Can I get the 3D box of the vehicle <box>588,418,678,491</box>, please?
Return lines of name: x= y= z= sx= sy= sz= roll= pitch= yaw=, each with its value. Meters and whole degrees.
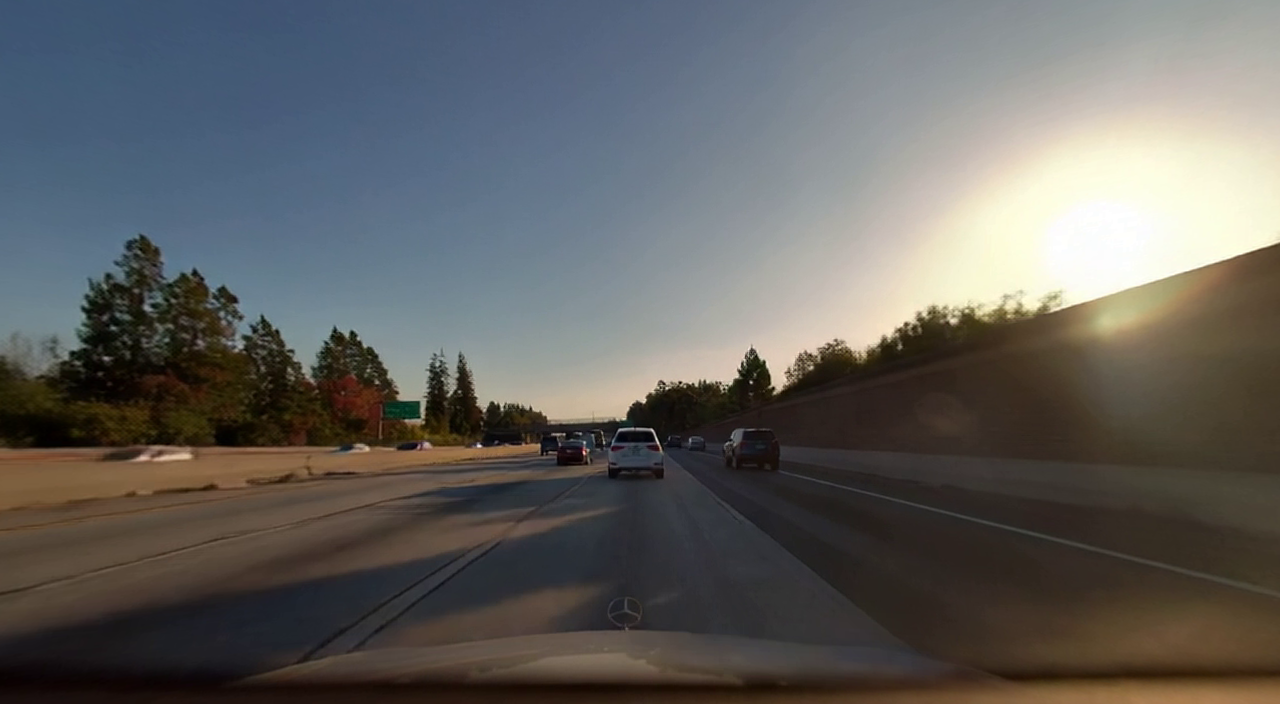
vehicle: x=-0.186 y=2.868 z=17.895 sx=2.233 sy=1.804 sz=4.273 roll=0 pitch=-9 yaw=0

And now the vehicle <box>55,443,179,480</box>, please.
vehicle: x=-21.833 y=4.562 z=26.544 sx=1.827 sy=1.422 sz=3.924 roll=0 pitch=-9 yaw=0

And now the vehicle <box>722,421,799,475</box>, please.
vehicle: x=4.500 y=3.683 z=24.264 sx=2.017 sy=1.847 sz=4.299 roll=0 pitch=-9 yaw=-1

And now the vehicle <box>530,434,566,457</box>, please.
vehicle: x=-7.003 y=7.200 z=48.470 sx=2.024 sy=1.706 sz=4.249 roll=0 pitch=-9 yaw=1

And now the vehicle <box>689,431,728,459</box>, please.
vehicle: x=4.223 y=5.870 z=39.632 sx=2.001 sy=1.651 sz=3.916 roll=0 pitch=-9 yaw=0
